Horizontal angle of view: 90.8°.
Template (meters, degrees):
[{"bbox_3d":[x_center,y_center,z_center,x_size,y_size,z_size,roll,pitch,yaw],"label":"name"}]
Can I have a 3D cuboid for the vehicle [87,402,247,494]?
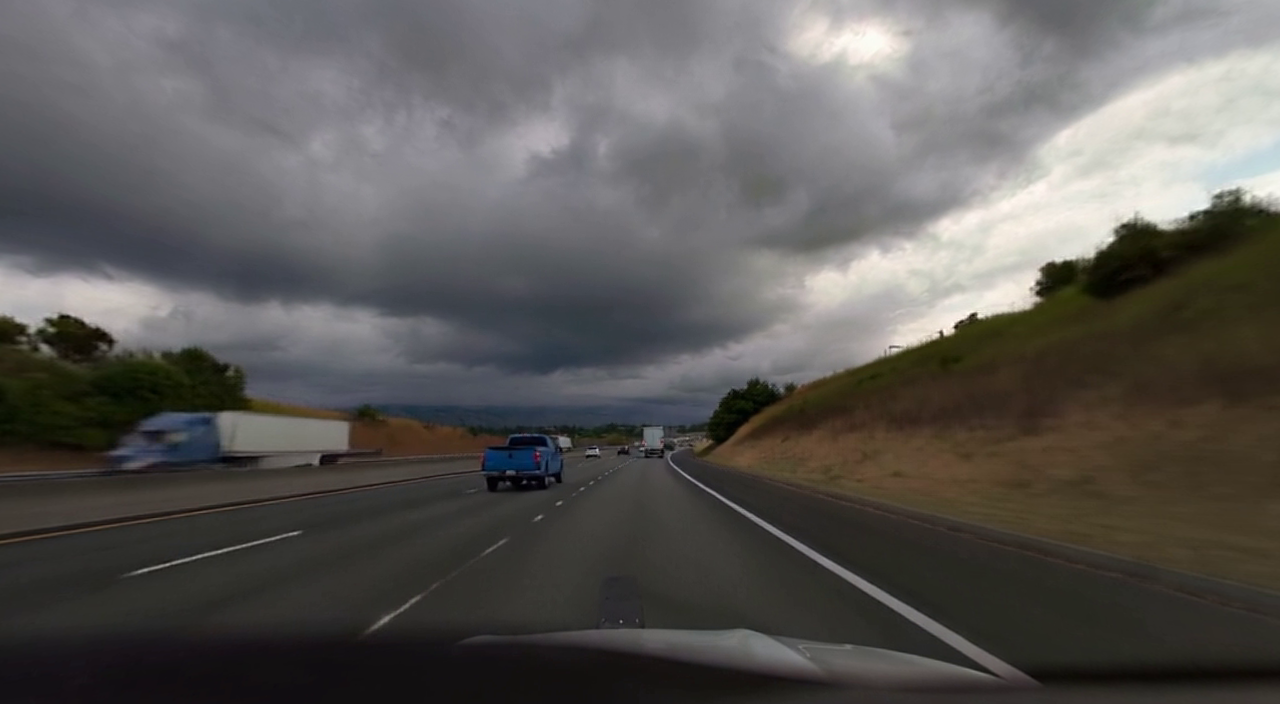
[{"bbox_3d":[-22.697,4.688,30.816,2.955,3.979,5.943,0,-9,1],"label":"vehicle"}]

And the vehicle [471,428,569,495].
[{"bbox_3d":[-3.851,3.640,21.311,2.216,1.949,5.237,0,-9,1],"label":"vehicle"}]
